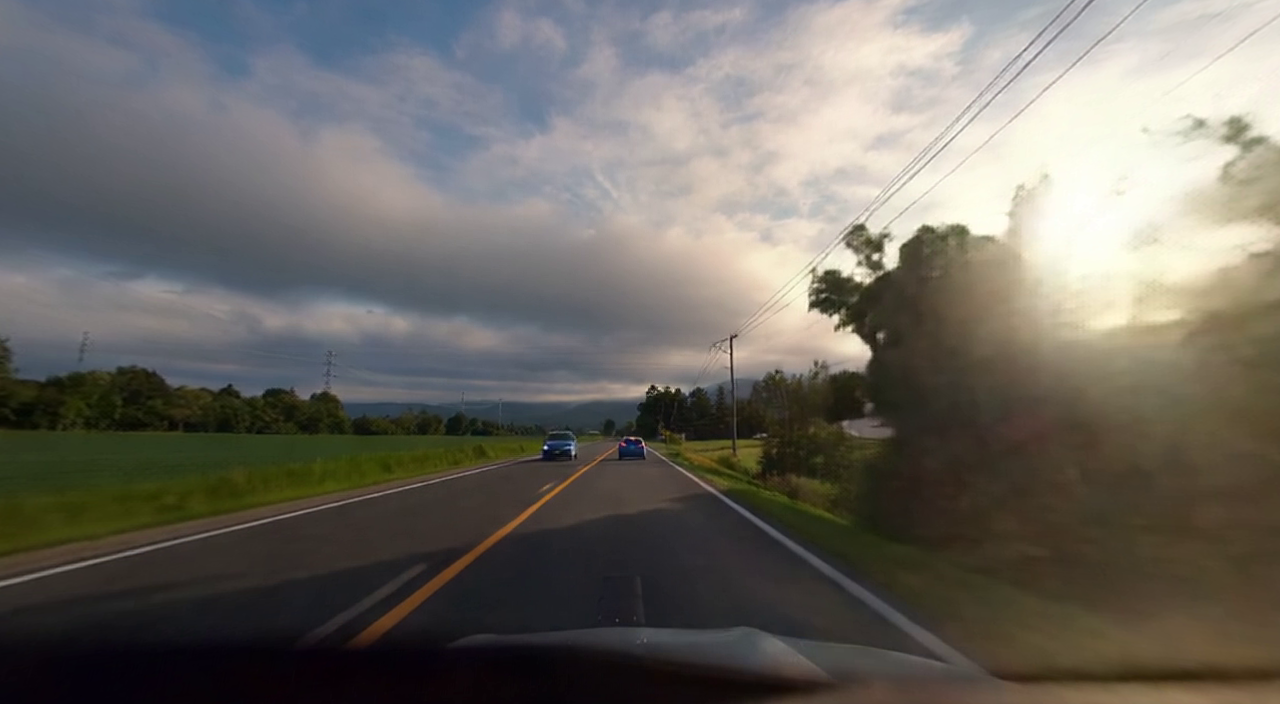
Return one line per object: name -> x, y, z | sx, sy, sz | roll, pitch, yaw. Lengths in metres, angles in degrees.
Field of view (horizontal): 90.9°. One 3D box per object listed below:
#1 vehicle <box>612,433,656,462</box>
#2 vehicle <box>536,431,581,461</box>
vehicle -> -0.319, 5.101, 33.830 | 2.241, 1.471, 3.829 | 0, -8, -1
vehicle -> -4.567, 5.291, 35.822 | 2.079, 1.591, 3.951 | 0, -8, -1
